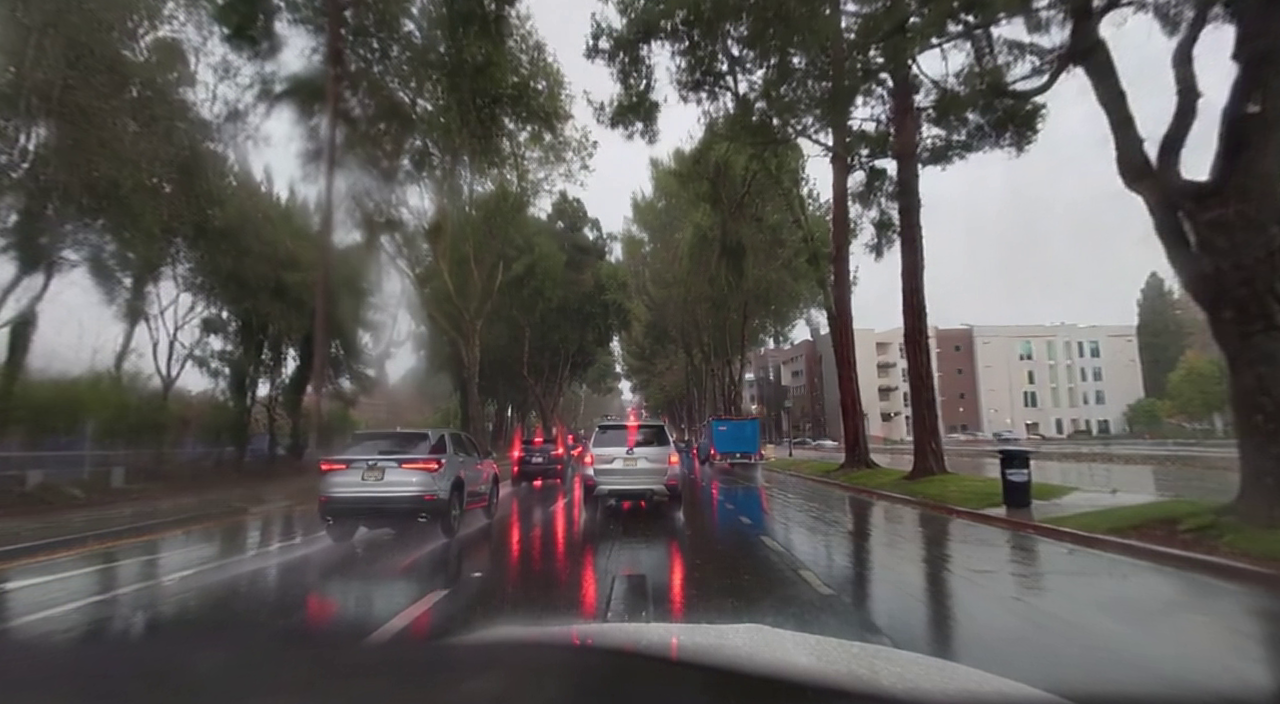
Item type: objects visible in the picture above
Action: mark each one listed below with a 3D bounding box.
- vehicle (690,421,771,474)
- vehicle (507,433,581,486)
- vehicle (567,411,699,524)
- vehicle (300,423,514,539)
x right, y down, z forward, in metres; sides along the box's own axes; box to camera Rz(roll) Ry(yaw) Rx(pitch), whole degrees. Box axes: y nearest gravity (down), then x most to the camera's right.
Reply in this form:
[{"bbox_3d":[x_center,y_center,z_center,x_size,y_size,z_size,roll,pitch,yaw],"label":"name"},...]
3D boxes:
[{"bbox_3d":[3.750,4.175,27.576,2.655,2.054,6.098,0,-8,0],"label":"vehicle"},{"bbox_3d":[-3.230,3.700,21.946,1.894,1.642,3.861,0,-8,1],"label":"vehicle"},{"bbox_3d":[-0.088,2.127,12.019,2.075,1.770,4.018,0,-8,1],"label":"vehicle"},{"bbox_3d":[-3.747,2.160,11.224,1.959,1.614,4.676,0,-8,1],"label":"vehicle"}]
